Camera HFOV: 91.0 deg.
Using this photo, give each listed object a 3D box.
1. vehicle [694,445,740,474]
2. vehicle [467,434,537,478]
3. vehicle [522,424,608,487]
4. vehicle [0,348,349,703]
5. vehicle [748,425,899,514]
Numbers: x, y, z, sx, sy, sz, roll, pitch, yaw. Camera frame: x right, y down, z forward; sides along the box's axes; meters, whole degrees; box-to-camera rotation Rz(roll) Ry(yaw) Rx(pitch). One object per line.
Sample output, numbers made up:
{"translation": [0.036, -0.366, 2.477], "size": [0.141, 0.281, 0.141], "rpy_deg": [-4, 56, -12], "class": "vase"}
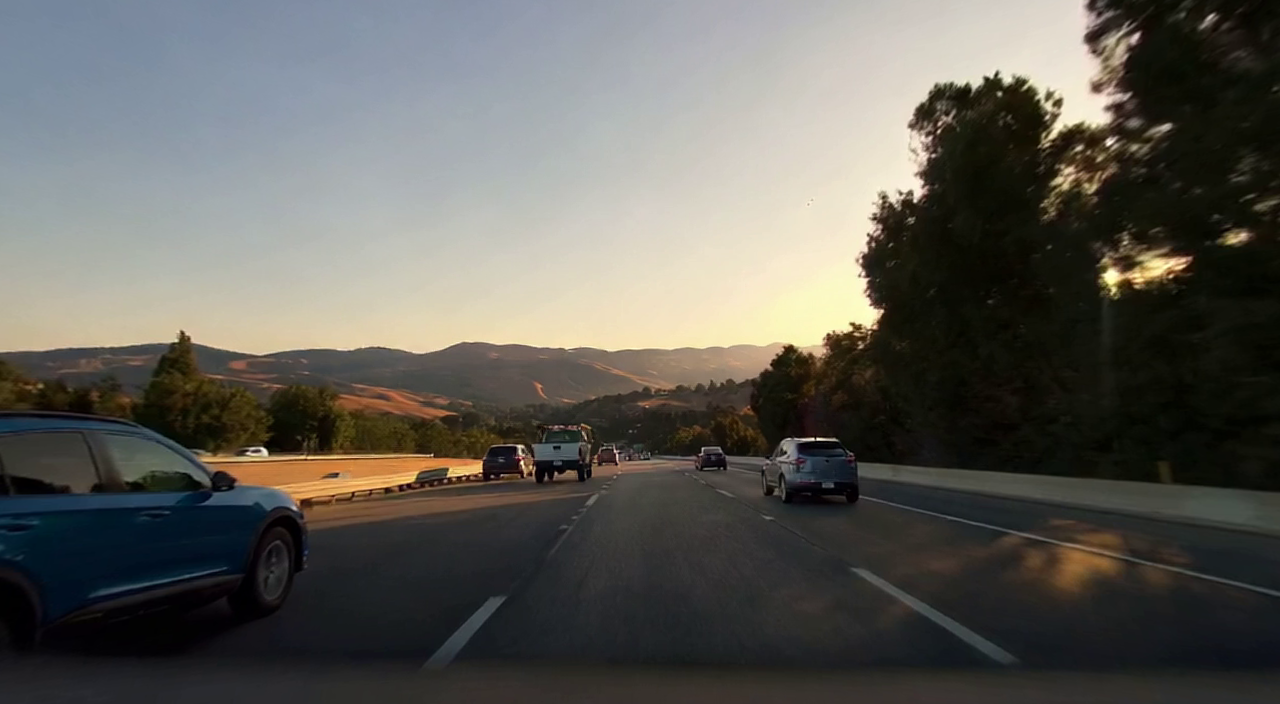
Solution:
{"translation": [4.494, 6.321, 37.220], "size": [2.071, 1.570, 4.637], "rpy_deg": [0, -9, -1], "class": "vehicle"}
{"translation": [-6.520, 4.973, 30.323], "size": [2.149, 1.922, 4.976], "rpy_deg": [0, -9, 1], "class": "vehicle"}
{"translation": [-2.684, 3.932, 24.134], "size": [2.494, 2.136, 5.539], "rpy_deg": [0, -9, 1], "class": "vehicle"}
{"translation": [-3.728, 0.986, 3.537], "size": [2.080, 1.716, 4.207], "rpy_deg": [0, -9, 1], "class": "vehicle"}
{"translation": [3.918, 2.614, 14.439], "size": [2.066, 1.696, 4.604], "rpy_deg": [0, -9, 0], "class": "vehicle"}
